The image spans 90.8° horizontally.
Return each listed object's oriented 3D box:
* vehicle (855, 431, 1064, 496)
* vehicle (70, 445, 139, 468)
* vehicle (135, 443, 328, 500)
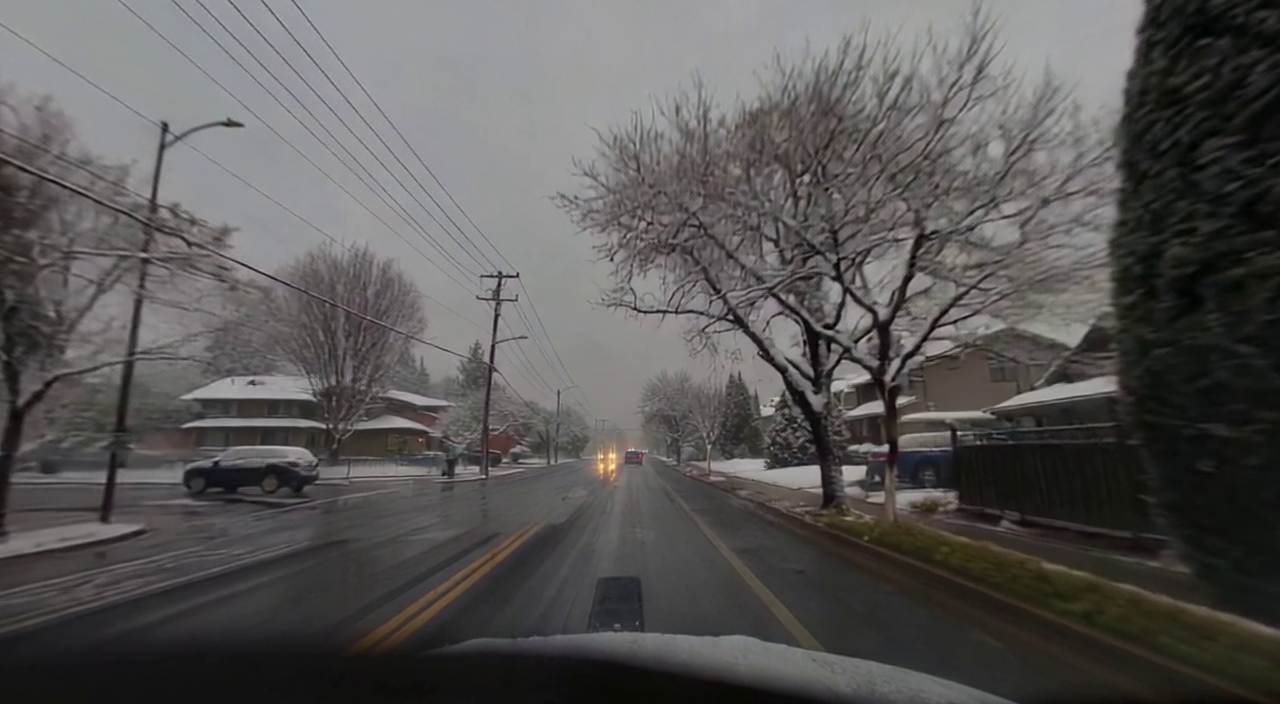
[{"bbox_3d":[9.021,3.187,18.308,4.953,1.704,1.952,-2,-9,11],"label":"vehicle"},{"bbox_3d":[-35.077,6.887,41.470,1.533,1.417,3.342,0,-9,1],"label":"vehicle"},{"bbox_3d":[-14.374,4.211,22.517,5.217,1.866,2.342,0,-9,1],"label":"vehicle"}]
